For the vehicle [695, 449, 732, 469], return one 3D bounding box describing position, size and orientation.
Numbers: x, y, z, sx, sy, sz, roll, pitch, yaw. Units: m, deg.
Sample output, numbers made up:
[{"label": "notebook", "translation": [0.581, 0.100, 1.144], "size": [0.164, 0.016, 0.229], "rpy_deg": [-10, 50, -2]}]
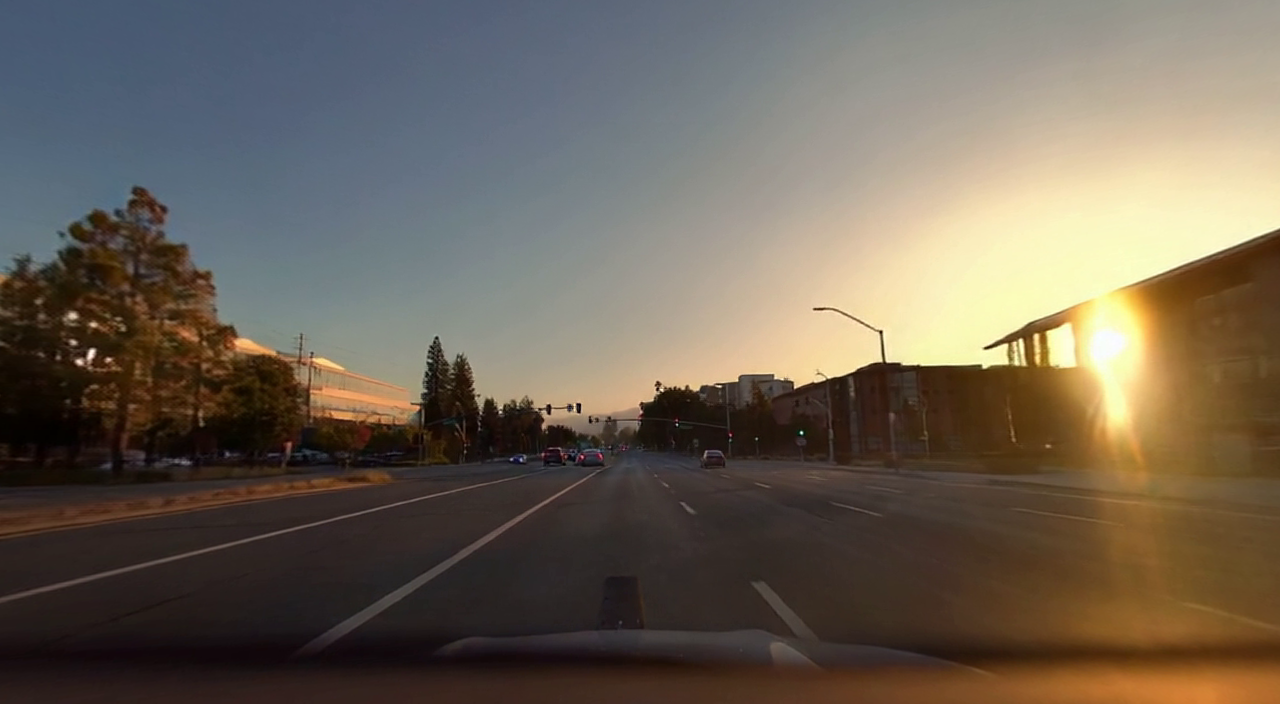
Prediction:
[{"label": "vehicle", "translation": [5.677, 8.303, 49.285], "size": [2.187, 1.475, 4.529], "rpy_deg": [0, -8, -2]}]
